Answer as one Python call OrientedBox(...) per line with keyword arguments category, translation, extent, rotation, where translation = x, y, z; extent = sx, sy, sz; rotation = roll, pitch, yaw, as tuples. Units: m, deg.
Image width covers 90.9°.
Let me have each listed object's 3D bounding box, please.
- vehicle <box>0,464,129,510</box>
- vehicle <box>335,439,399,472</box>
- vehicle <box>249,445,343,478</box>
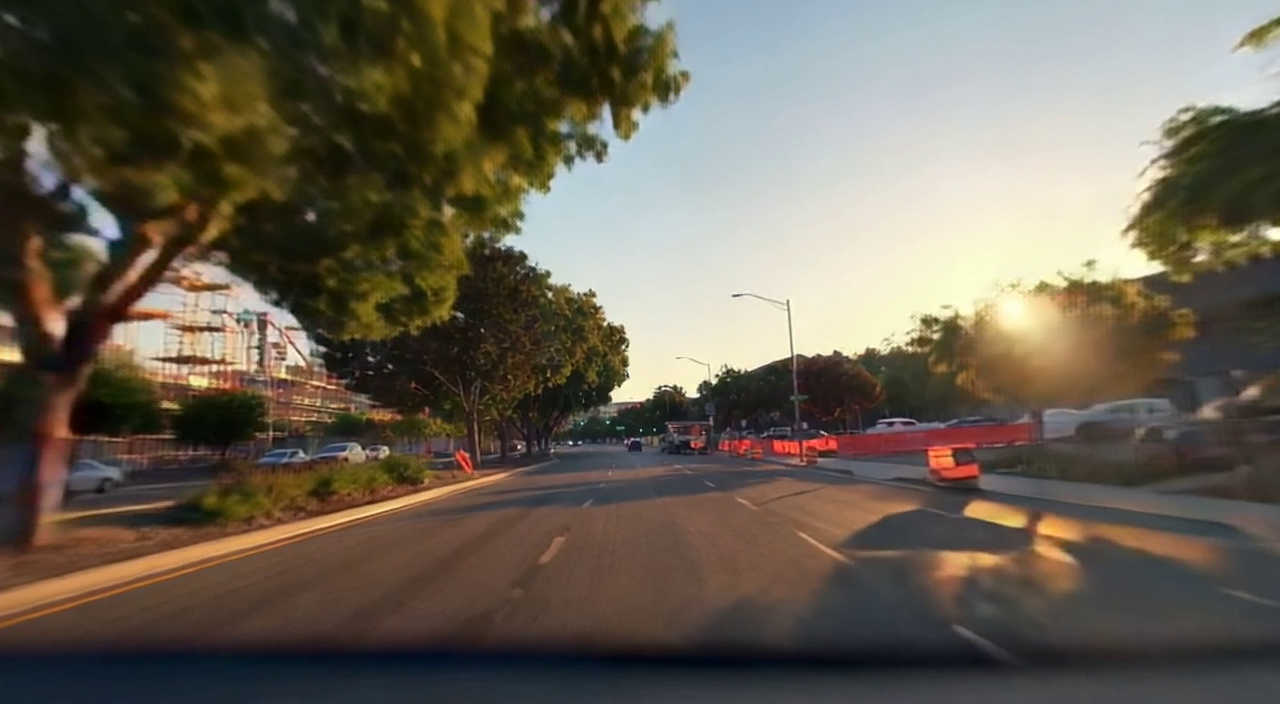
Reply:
OrientedBox(category="vehicle", translation=(-22.133, 5.012, 23.781), extent=(1.863, 1.470, 4.526), rotation=(0, -9, 0))
OrientedBox(category="vehicle", translation=(-18.268, 6.939, 42.525), extent=(2.286, 2.069, 5.077), rotation=(0, -8, -3))
OrientedBox(category="vehicle", translation=(-21.995, 6.993, 40.637), extent=(2.328, 1.918, 5.628), rotation=(-1, -8, 7))
